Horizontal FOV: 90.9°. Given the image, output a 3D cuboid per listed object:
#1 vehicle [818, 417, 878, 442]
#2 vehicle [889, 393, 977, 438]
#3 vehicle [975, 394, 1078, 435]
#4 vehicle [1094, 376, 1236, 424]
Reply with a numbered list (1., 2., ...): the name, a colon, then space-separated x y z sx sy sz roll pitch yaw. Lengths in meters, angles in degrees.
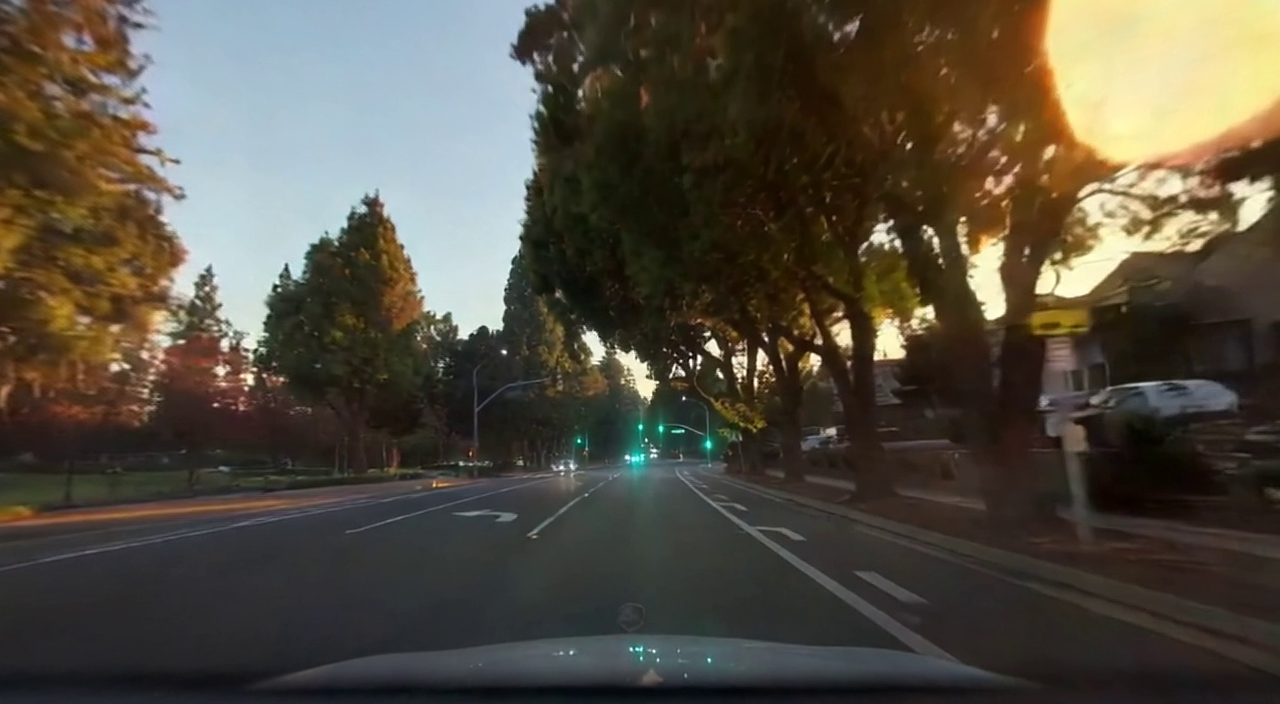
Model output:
1. vehicle: 12.435 4.722 38.001 1.841 1.441 4.544 0 -8 -4
2. vehicle: 12.433 2.811 27.058 1.732 1.413 4.483 -4 -11 2
3. vehicle: 19.034 3.197 31.391 1.896 1.622 5.024 -3 -10 0
4. vehicle: 18.985 1.826 23.038 1.673 1.449 3.879 0 -8 -3
